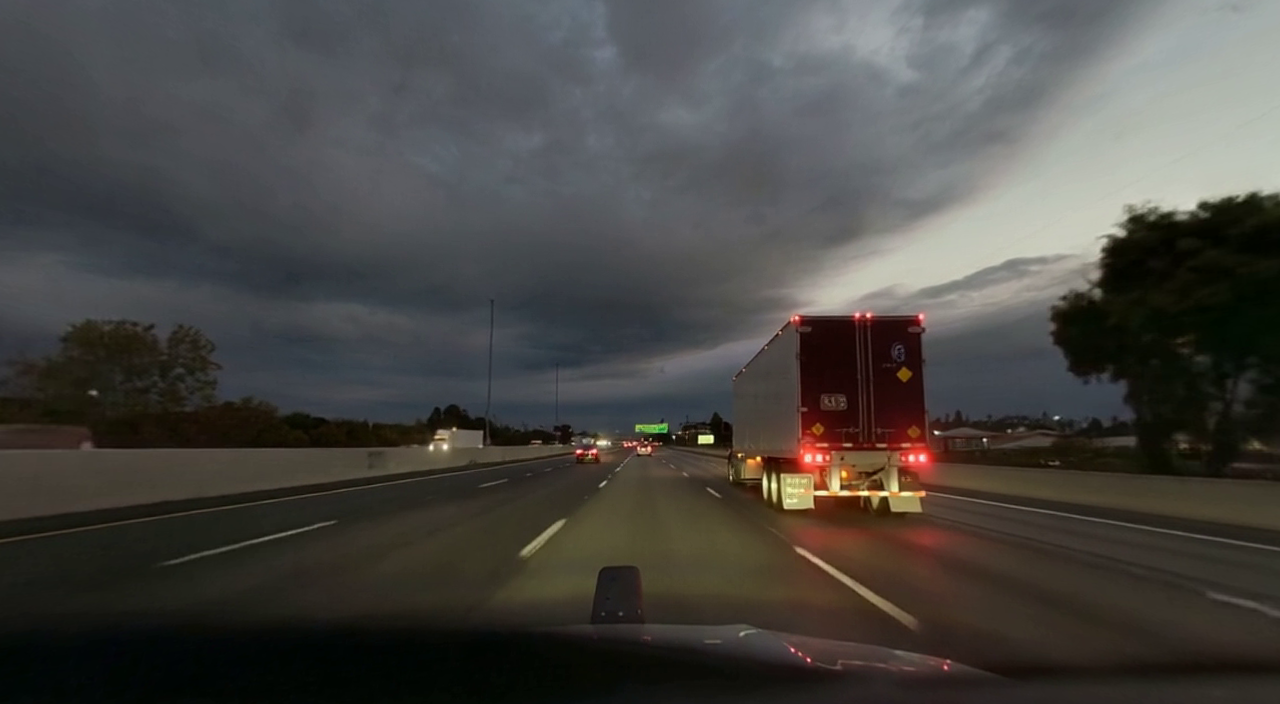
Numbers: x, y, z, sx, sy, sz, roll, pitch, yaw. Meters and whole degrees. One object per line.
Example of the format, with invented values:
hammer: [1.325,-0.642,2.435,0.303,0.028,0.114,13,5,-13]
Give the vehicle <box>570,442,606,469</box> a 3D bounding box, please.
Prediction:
vehicle: [-3.407,6.869,41.977,2.000,1.658,4.155,0,-9,0]

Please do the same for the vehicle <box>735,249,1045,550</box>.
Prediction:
vehicle: [3.821,1.099,12.069,3.042,4.037,7.253,0,-9,2]
